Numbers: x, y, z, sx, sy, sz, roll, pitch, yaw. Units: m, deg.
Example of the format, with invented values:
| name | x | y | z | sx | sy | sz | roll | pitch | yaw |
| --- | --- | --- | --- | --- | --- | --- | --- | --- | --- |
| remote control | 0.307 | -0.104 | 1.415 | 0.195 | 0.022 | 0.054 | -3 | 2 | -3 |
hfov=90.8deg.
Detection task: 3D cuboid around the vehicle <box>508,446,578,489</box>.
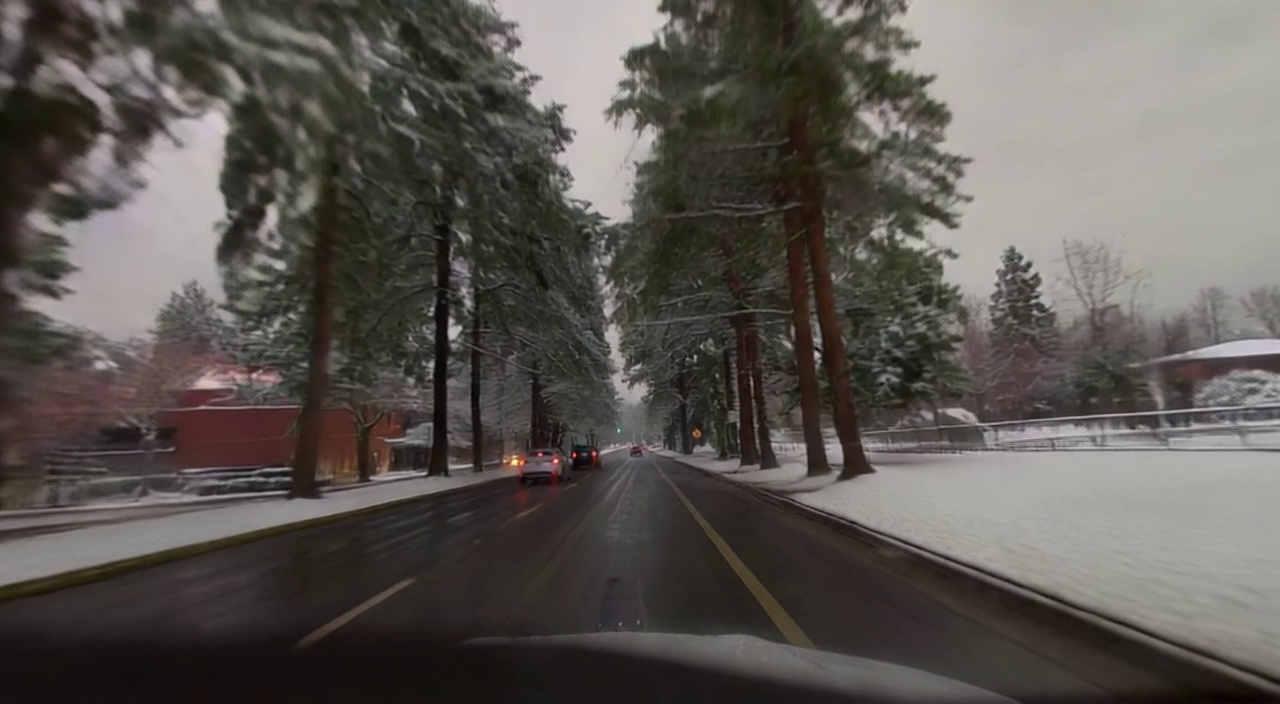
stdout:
| name | x | y | z | sx | sy | sz | roll | pitch | yaw |
| --- | --- | --- | --- | --- | --- | --- | --- | --- | --- |
| vehicle | -3.586 | 4.324 | 24.039 | 1.932 | 1.431 | 4.144 | -1 | -8 | 1 |
